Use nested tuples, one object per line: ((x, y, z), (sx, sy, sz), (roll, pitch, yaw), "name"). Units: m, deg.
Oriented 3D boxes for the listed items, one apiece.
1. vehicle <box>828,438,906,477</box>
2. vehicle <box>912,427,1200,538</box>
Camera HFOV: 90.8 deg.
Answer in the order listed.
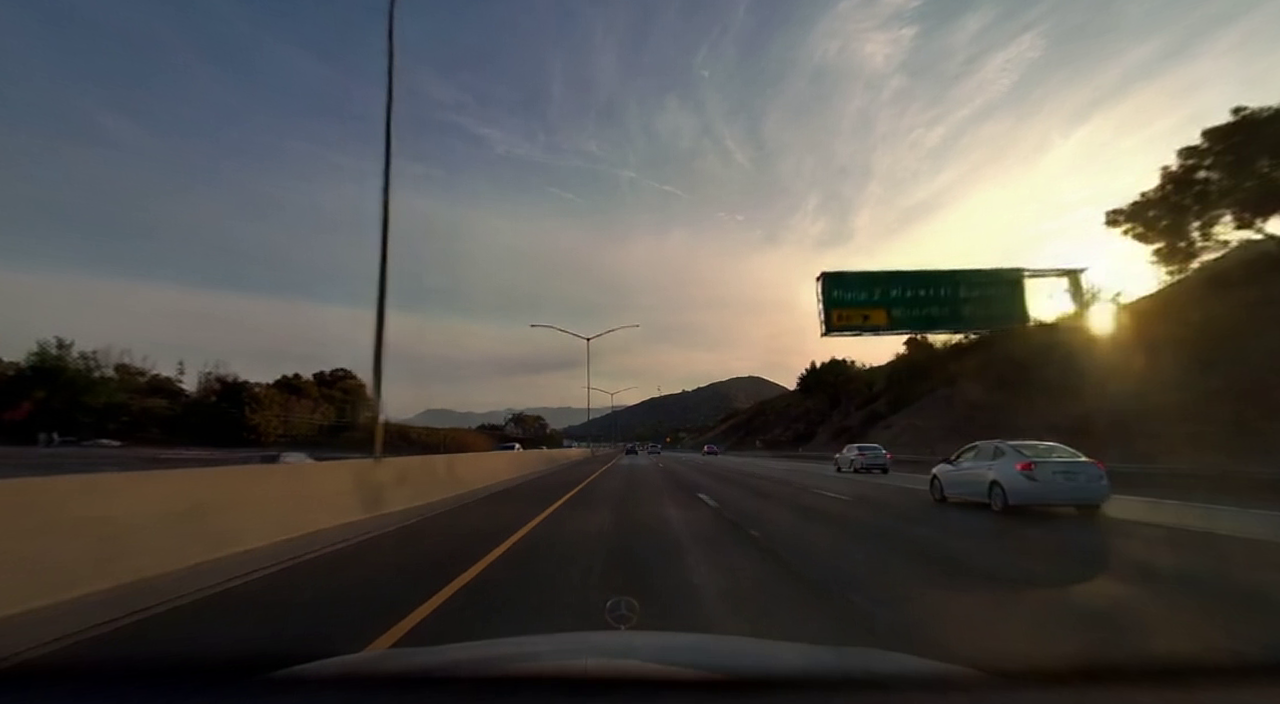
((10.853, 5.056, 30.561), (2.068, 1.680, 4.361), (-1, -8, 0), "vehicle")
((6.995, 2.221, 11.440), (1.901, 1.548, 4.684), (0, -8, -2), "vehicle")
